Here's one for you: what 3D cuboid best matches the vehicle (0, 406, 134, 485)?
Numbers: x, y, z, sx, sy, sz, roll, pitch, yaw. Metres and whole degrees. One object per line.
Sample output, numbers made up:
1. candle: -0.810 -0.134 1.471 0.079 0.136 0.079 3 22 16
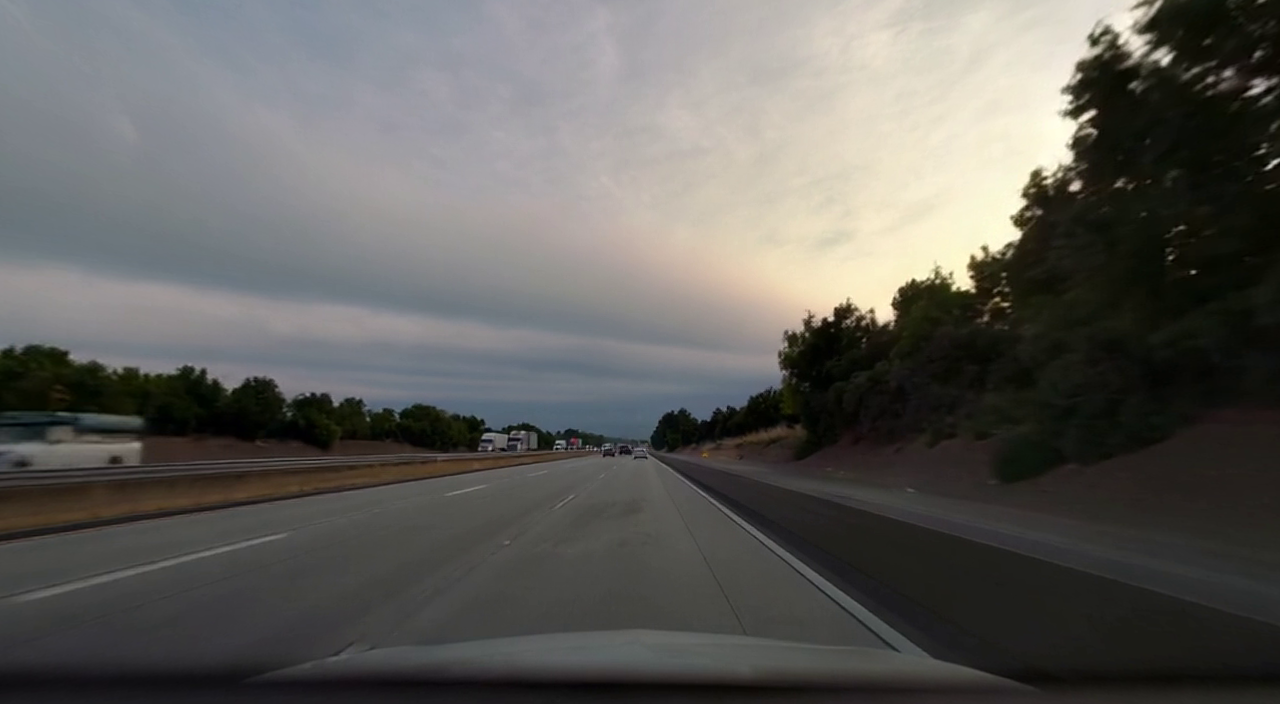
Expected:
1. vehicle: -19.030 2.913 19.550 2.371 2.191 5.138 0 -9 0
